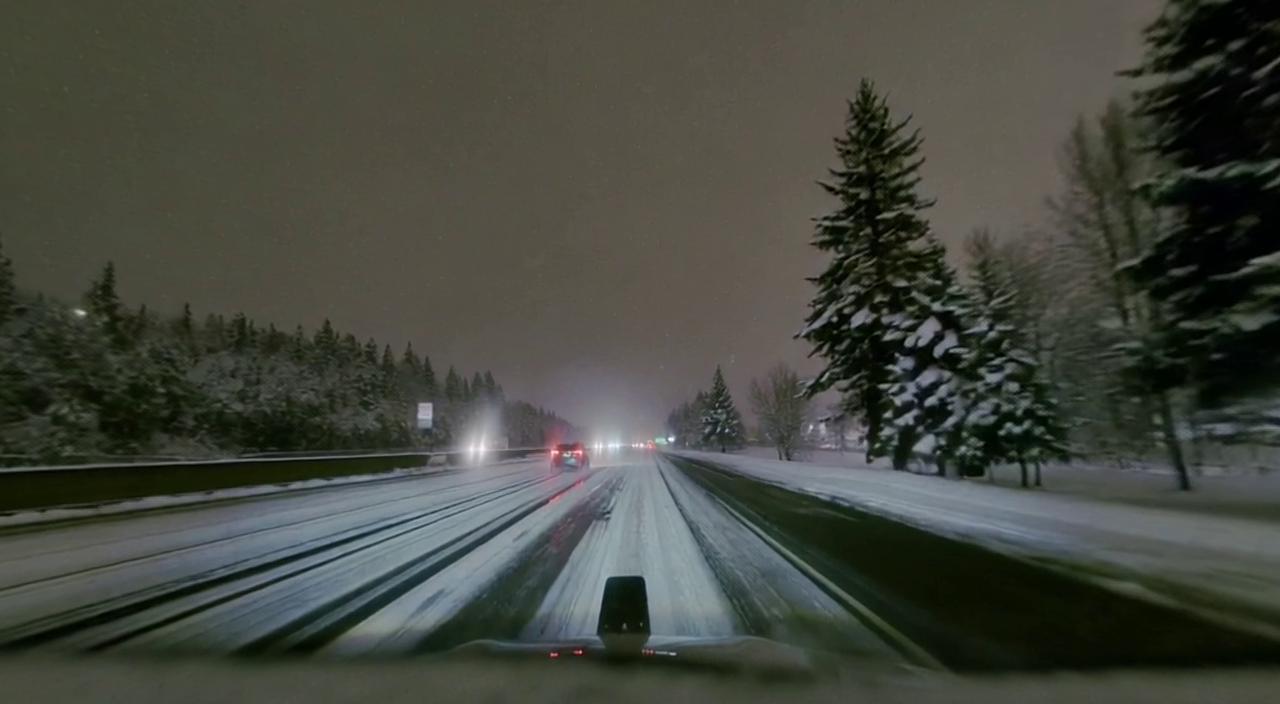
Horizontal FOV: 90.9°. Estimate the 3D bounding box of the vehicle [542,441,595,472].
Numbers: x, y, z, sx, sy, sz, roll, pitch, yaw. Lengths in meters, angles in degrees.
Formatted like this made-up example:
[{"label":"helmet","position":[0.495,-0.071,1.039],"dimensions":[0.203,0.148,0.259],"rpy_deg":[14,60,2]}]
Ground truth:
[{"label":"vehicle","position":[-3.509,5.200,31.665],"dimensions":[2.128,1.450,4.078],"rpy_deg":[0,-8,1]}]
